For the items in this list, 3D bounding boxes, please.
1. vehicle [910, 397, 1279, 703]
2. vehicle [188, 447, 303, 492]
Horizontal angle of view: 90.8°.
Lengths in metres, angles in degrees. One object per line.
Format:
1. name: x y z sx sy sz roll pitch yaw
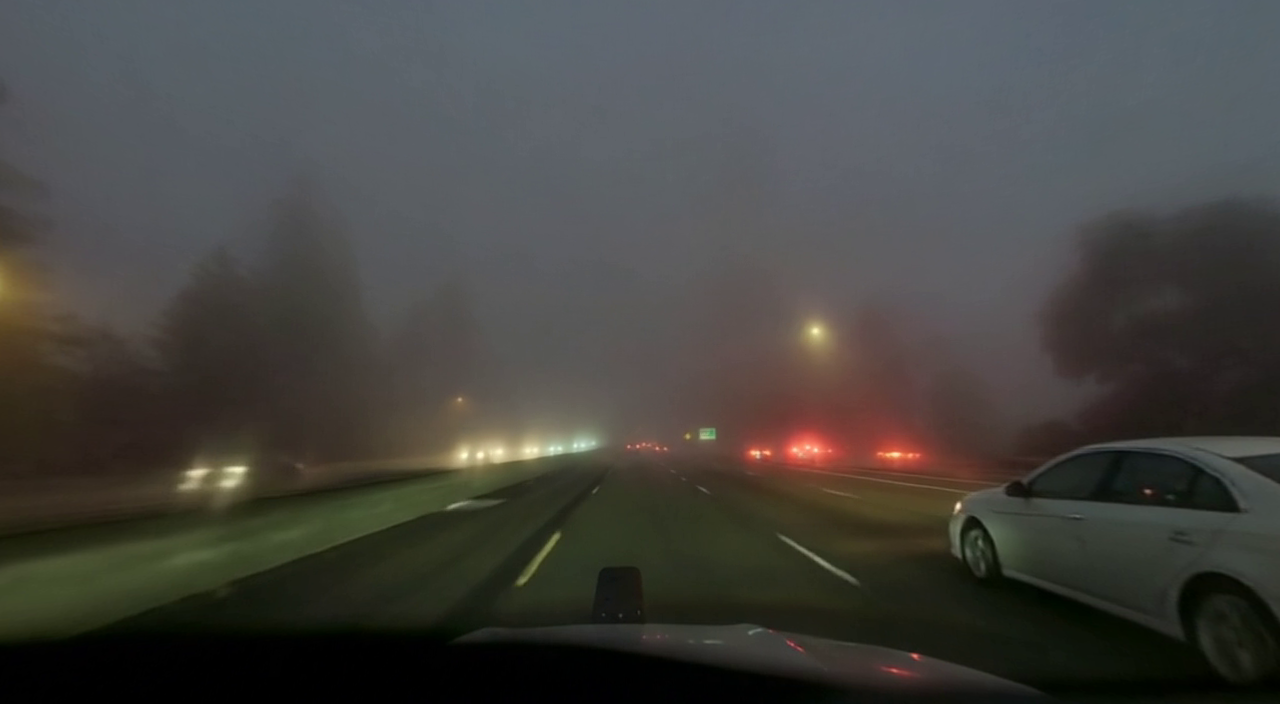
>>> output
1. vehicle: 3.837 1.134 4.079 2.018 1.477 4.800 0 -8 -1
2. vehicle: -14.369 4.276 23.300 1.786 1.422 3.848 1 -8 -1
